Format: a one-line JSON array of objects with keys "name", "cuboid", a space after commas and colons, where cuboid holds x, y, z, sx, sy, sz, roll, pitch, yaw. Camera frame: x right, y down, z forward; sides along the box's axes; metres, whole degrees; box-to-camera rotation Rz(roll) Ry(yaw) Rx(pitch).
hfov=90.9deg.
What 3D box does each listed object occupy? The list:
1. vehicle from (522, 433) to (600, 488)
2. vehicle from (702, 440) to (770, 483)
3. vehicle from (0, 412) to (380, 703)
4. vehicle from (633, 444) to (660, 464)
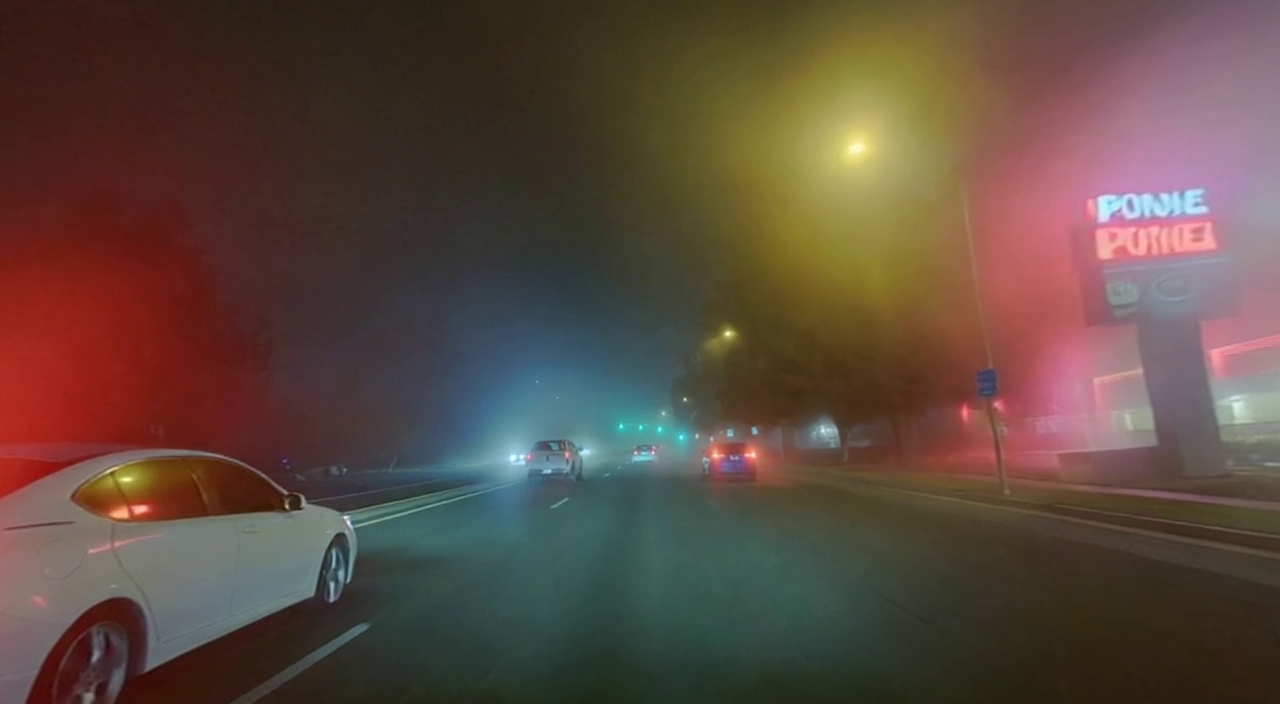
[{"name": "vehicle", "cuboid": [-2.793, 3.977, 23.447, 2.193, 1.788, 4.603, -1, -8, 1]}, {"name": "vehicle", "cuboid": [3.568, 4.138, 24.155, 1.904, 1.490, 4.299, 0, -8, 0]}, {"name": "vehicle", "cuboid": [-3.254, 1.055, 2.918, 1.956, 1.460, 4.802, -1, -8, 1]}, {"name": "vehicle", "cuboid": [0.486, 7.902, 49.054, 2.069, 1.445, 3.965, 0, -8, 0]}]
